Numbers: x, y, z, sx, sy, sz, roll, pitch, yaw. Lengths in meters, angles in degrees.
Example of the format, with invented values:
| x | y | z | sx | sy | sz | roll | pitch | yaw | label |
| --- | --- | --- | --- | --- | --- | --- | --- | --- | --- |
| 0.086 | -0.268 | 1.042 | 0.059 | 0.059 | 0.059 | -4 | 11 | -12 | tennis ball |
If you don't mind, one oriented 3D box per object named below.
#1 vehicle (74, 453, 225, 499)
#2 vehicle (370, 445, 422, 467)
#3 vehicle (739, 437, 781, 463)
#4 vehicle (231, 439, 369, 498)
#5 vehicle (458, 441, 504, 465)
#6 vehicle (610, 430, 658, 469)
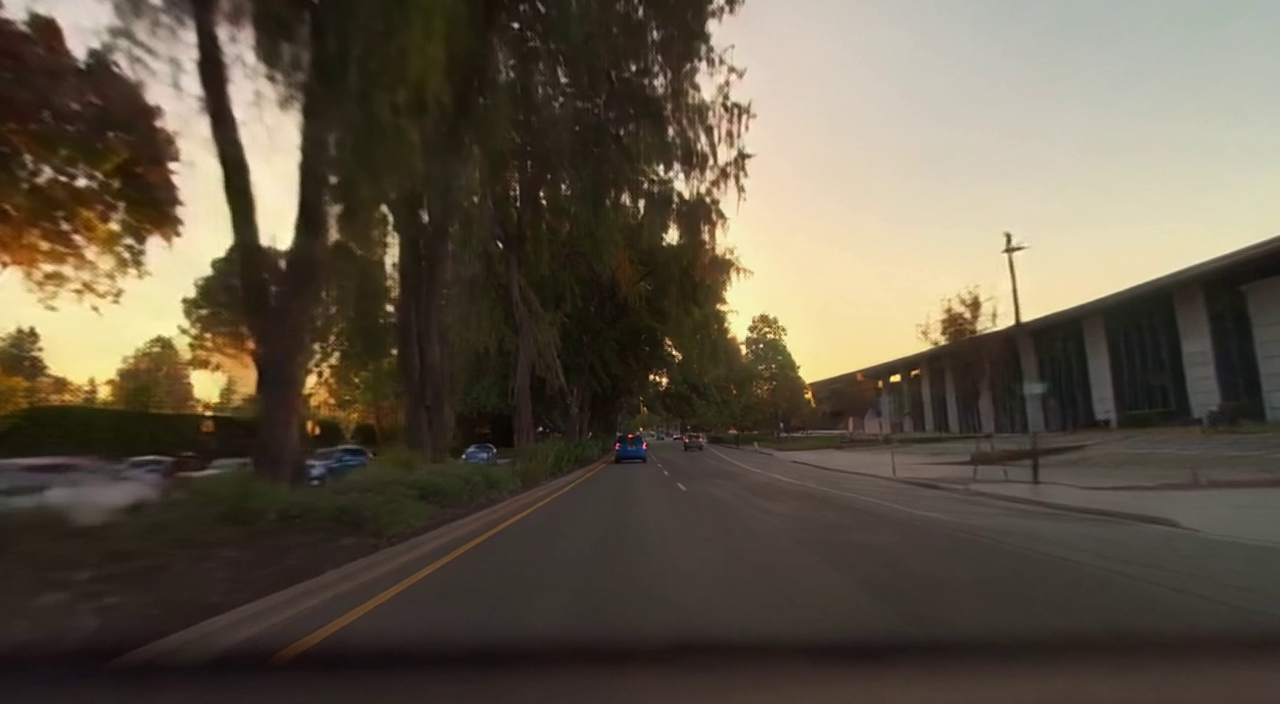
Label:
| x | y | z | sx | sy | sz | roll | pitch | yaw | label |
| --- | --- | --- | --- | --- | --- | --- | --- | --- | --- |
| -18.016 | 4.534 | 23.579 | 1.876 | 1.494 | 4.662 | 0 | -9 | 0 | vehicle |
| -18.012 | 7.689 | 46.912 | 2.003 | 1.533 | 4.691 | 0 | -9 | 0 | vehicle |
| 8.637 | 7.104 | 46.002 | 2.364 | 1.781 | 4.854 | 0 | -9 | 3 | vehicle |
| -10.970 | 3.764 | 20.847 | 1.994 | 1.678 | 4.605 | 0 | -9 | 0 | vehicle |
| -10.975 | 7.023 | 44.021 | 1.979 | 1.605 | 4.550 | 0 | -9 | 1 | vehicle |
| -0.325 | 5.341 | 34.630 | 2.411 | 1.937 | 5.186 | 0 | -9 | -1 | vehicle |
